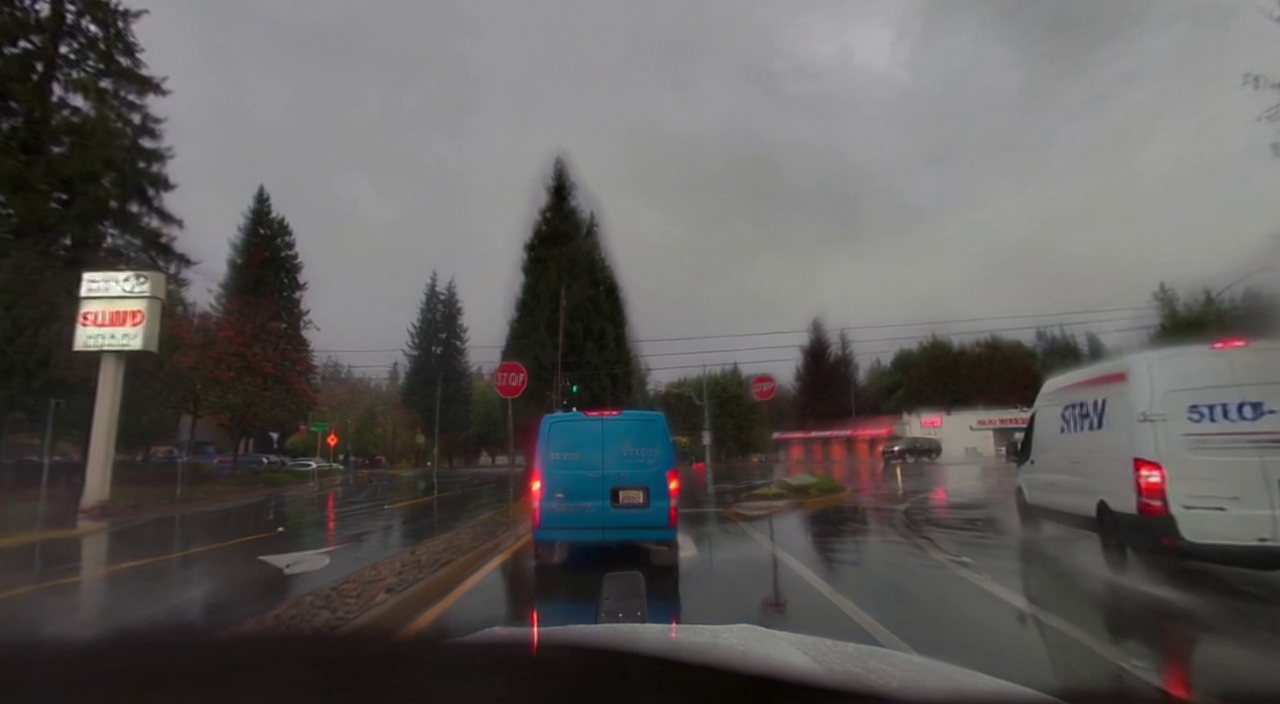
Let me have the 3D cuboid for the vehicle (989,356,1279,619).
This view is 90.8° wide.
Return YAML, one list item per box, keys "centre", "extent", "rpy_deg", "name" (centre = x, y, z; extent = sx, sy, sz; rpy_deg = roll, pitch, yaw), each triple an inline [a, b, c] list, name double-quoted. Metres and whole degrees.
- centre: [6.513, 1.529, 7.979]
  extent: [2.385, 2.196, 5.640]
  rpy_deg: [-2, -9, 16]
  name: "vehicle"

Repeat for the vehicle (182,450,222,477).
- centre: [-29.842, 7.556, 43.140]
  extent: [1.913, 1.682, 4.120]
  rpy_deg: [5, -10, -31]
  name: "vehicle"

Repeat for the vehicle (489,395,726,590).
- centre: [-0.235, 1.675, 8.333]
  extent: [2.237, 1.828, 4.546]
  rpy_deg: [0, -9, 2]
  name: "vehicle"

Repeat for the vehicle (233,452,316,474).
- centre: [-25.951, 7.889, 45.047]
  extent: [4.670, 1.472, 1.851]
  rpy_deg: [1, -9, -8]
  name: "vehicle"

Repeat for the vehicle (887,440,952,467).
- centre: [18.493, 6.658, 41.691]
  extent: [4.512, 1.659, 1.985]
  rpy_deg: [7, -11, -38]
  name: "vehicle"
